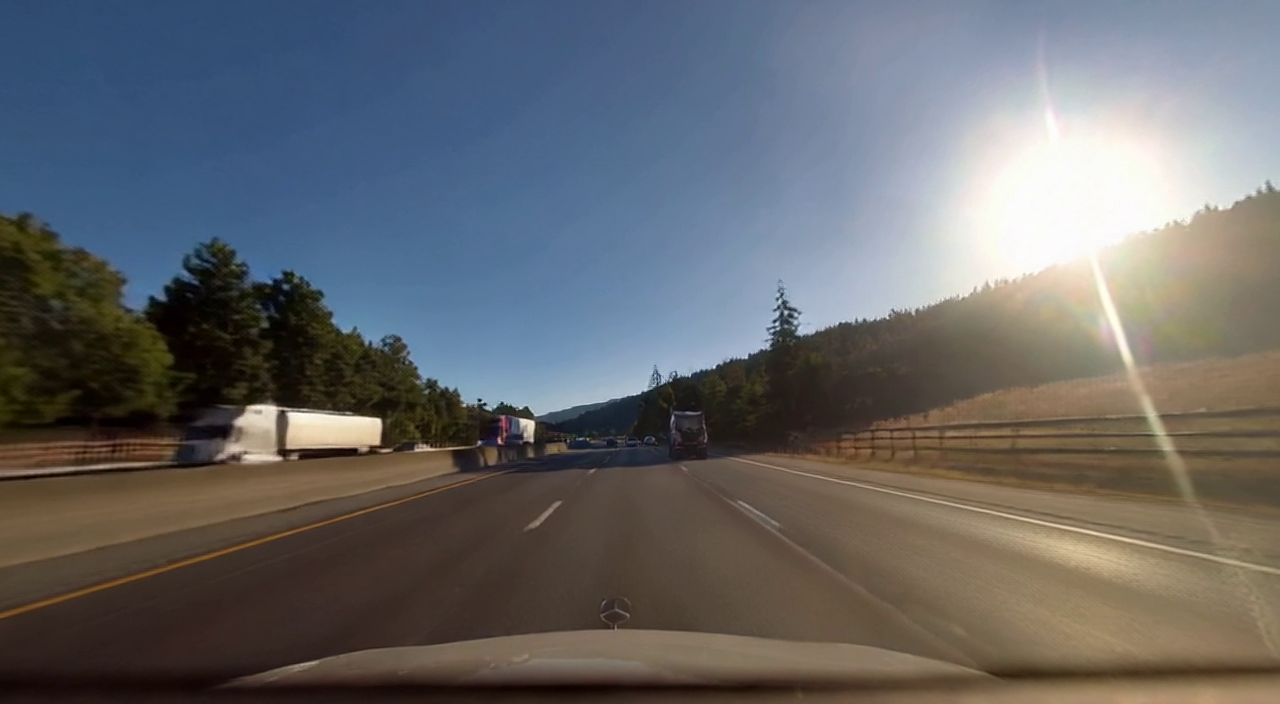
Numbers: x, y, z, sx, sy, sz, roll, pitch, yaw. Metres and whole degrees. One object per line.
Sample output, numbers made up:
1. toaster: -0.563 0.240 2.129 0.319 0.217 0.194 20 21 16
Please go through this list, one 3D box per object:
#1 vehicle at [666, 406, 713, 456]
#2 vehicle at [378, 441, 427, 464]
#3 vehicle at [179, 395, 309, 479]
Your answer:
1. vehicle: 3.464 5.815 45.979 2.766 3.349 7.796 -1 -8 0
2. vehicle: -16.647 7.049 44.375 1.821 1.449 4.280 -1 -8 -1
3. vehicle: -20.539 4.478 33.148 3.006 3.960 5.854 -1 -8 -1
